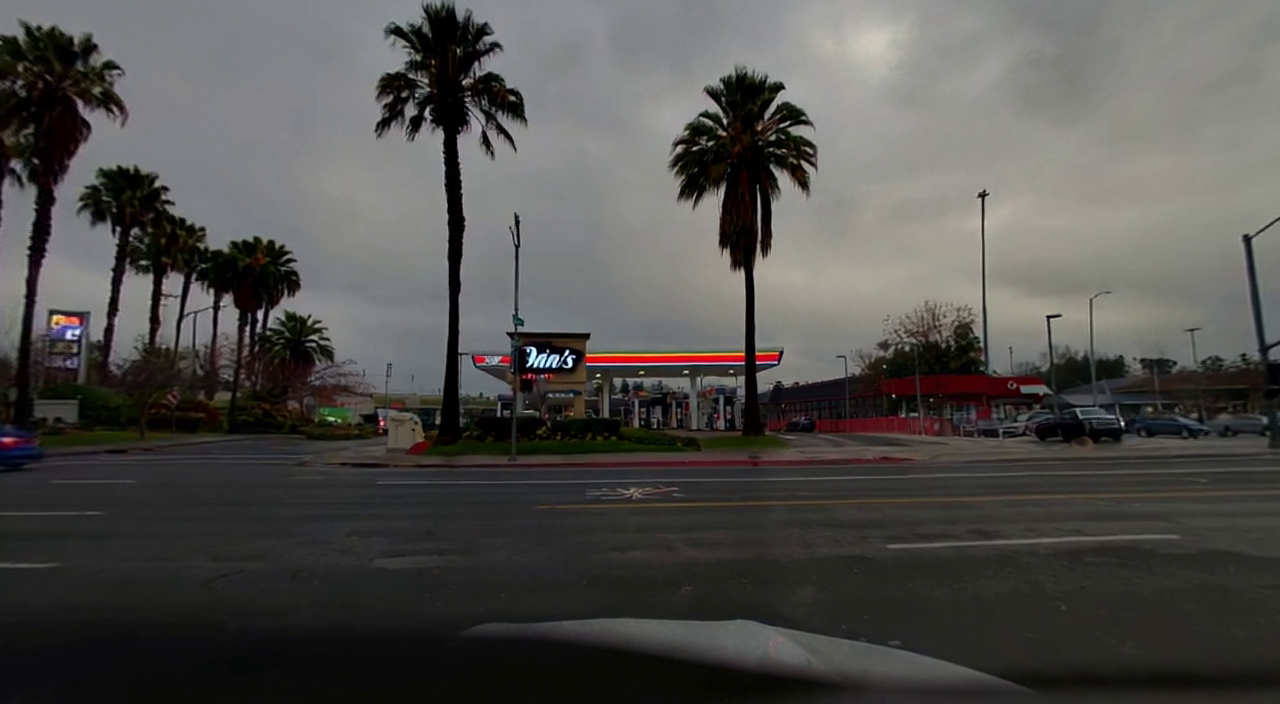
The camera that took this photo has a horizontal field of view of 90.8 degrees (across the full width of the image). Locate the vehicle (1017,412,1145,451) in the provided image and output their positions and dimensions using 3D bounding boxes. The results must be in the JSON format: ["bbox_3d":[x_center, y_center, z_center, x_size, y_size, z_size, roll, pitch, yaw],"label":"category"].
[{"bbox_3d":[21.916,3.918,31.511,4.880,1.754,2.202,0,-5,-7],"label":"vehicle"}]

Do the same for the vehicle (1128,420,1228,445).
[{"bbox_3d":[33.936,5.150,40.034,1.805,1.466,4.641,1,-8,-8],"label":"vehicle"}]
